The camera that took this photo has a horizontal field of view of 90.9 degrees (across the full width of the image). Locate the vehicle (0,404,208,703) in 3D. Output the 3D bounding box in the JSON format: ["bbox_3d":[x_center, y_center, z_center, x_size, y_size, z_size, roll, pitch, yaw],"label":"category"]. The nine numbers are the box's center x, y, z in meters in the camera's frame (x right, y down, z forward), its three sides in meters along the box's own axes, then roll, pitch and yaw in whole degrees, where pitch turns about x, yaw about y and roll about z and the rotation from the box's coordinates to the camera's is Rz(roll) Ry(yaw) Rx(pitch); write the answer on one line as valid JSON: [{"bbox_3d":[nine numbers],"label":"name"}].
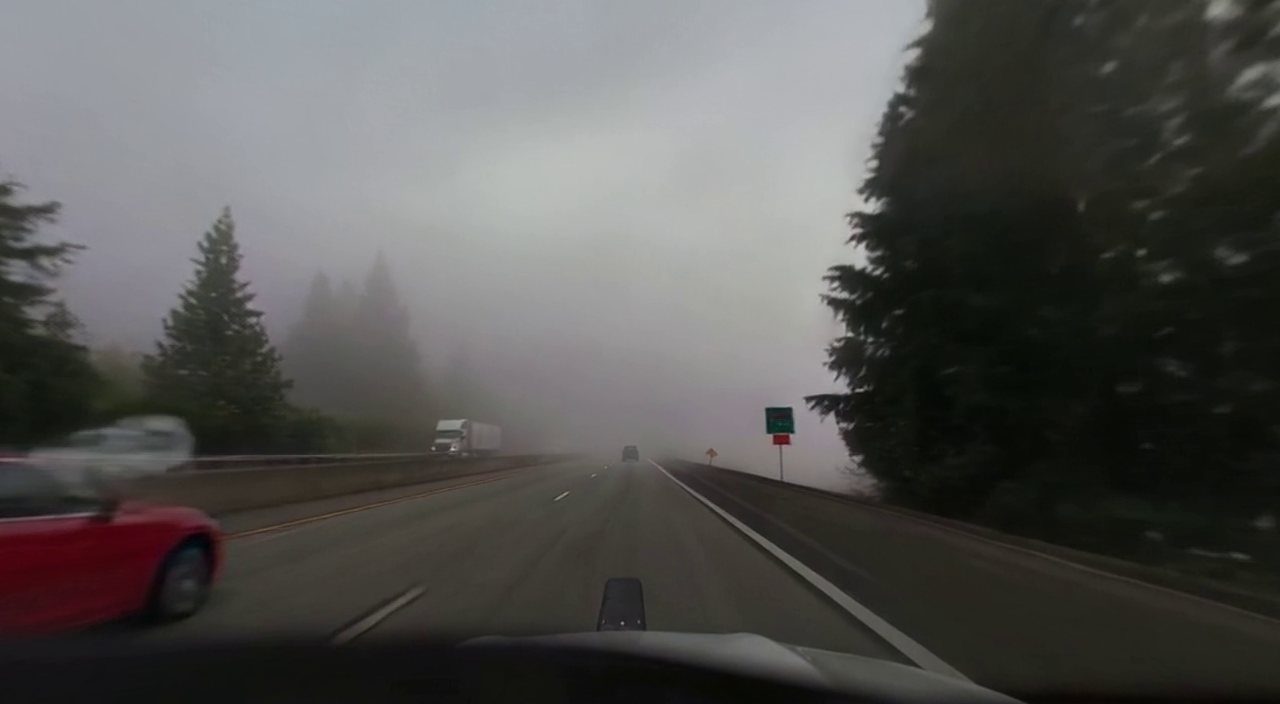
[{"bbox_3d":[-4.104,0.884,1.990,2.083,1.560,4.713,0,-9,1],"label":"vehicle"}]
